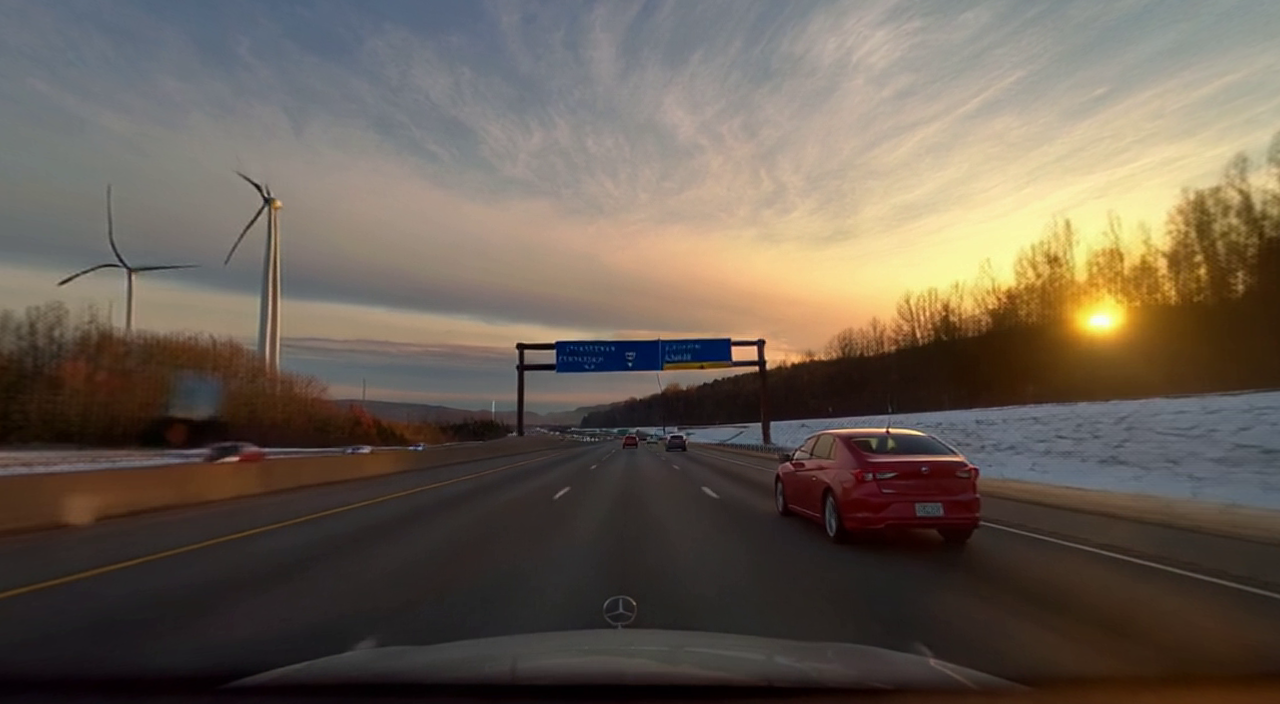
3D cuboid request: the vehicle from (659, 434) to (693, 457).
[{"bbox_3d":[2.560,6.752,45.614,2.041,1.551,3.974,0,-8,-3],"label":"vehicle"}]
